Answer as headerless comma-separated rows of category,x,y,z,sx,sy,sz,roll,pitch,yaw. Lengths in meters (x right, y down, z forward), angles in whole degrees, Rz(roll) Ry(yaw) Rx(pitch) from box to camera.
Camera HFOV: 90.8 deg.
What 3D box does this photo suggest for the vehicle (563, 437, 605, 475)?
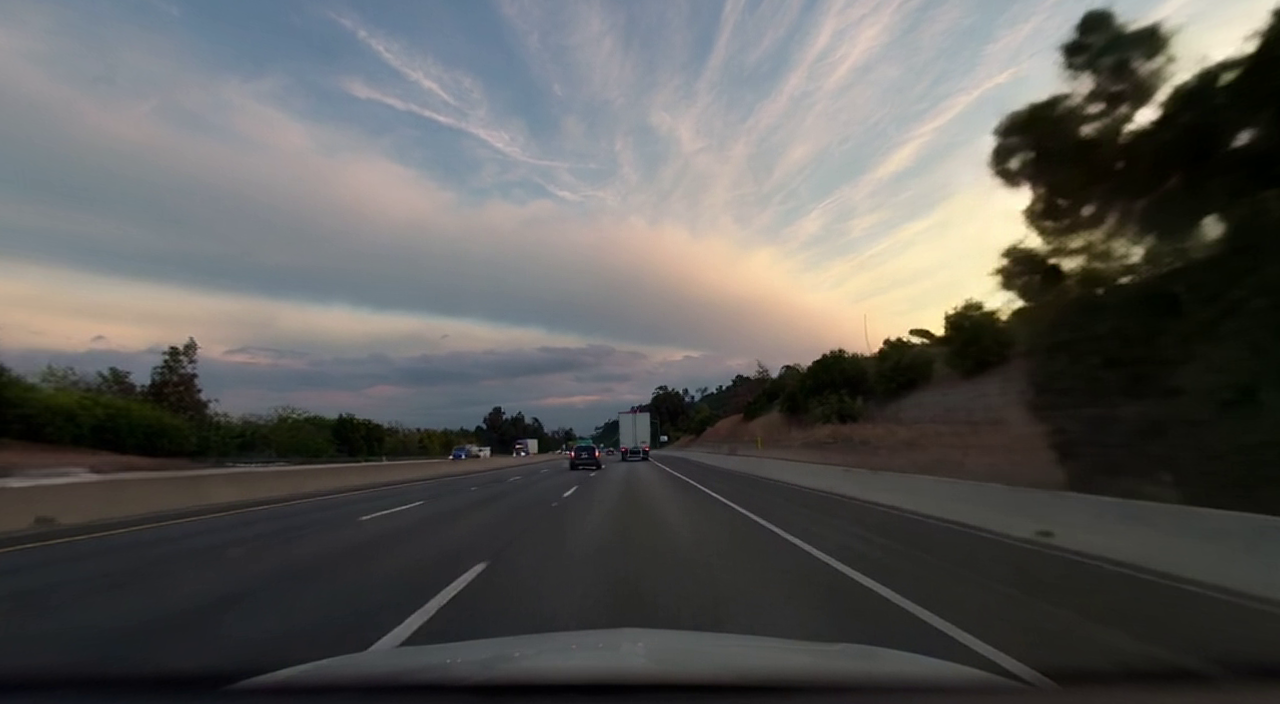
vehicle,-2.985,5.641,34.275,2.139,1.925,4.312,0,-9,-4
